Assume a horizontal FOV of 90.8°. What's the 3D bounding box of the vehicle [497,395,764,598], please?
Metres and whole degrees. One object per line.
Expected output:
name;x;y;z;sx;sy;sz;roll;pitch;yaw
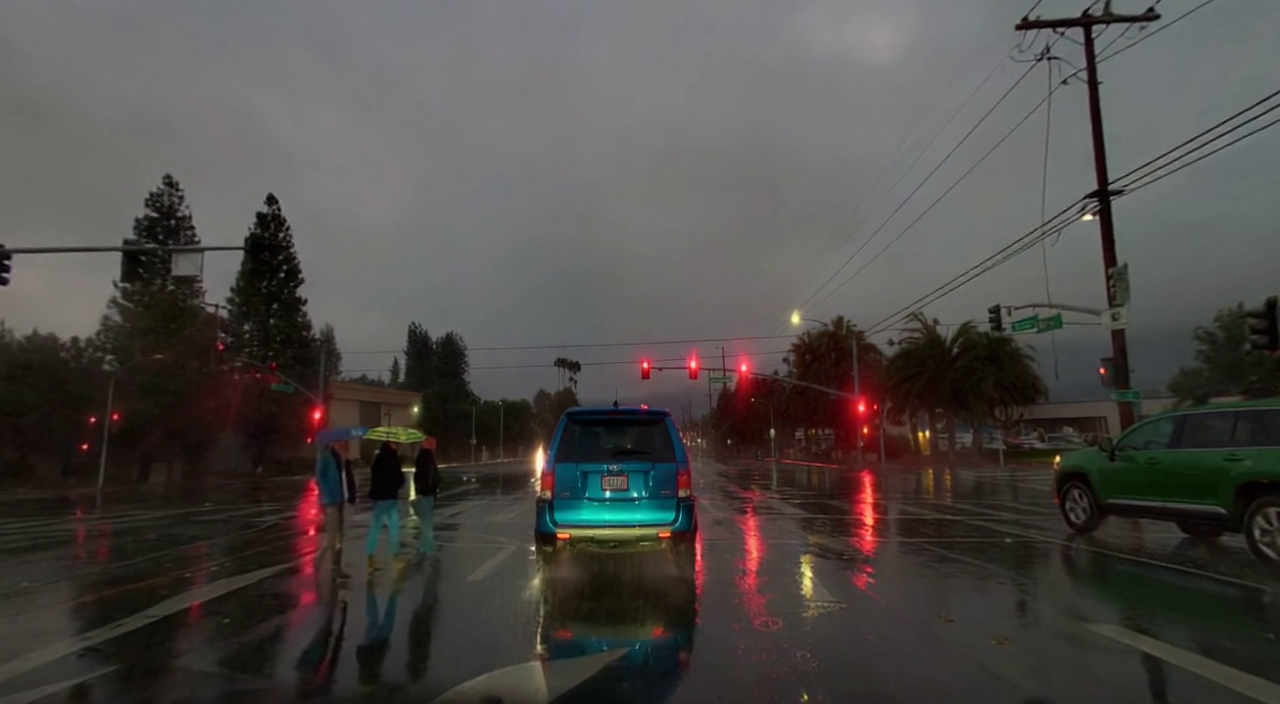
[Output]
vehicle;-0.111;1.562;7.641;2.285;1.729;4.252;0;-9;-1

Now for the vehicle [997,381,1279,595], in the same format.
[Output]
vehicle;6.580;1.437;7.239;2.119;1.827;4.806;0;-9;0
